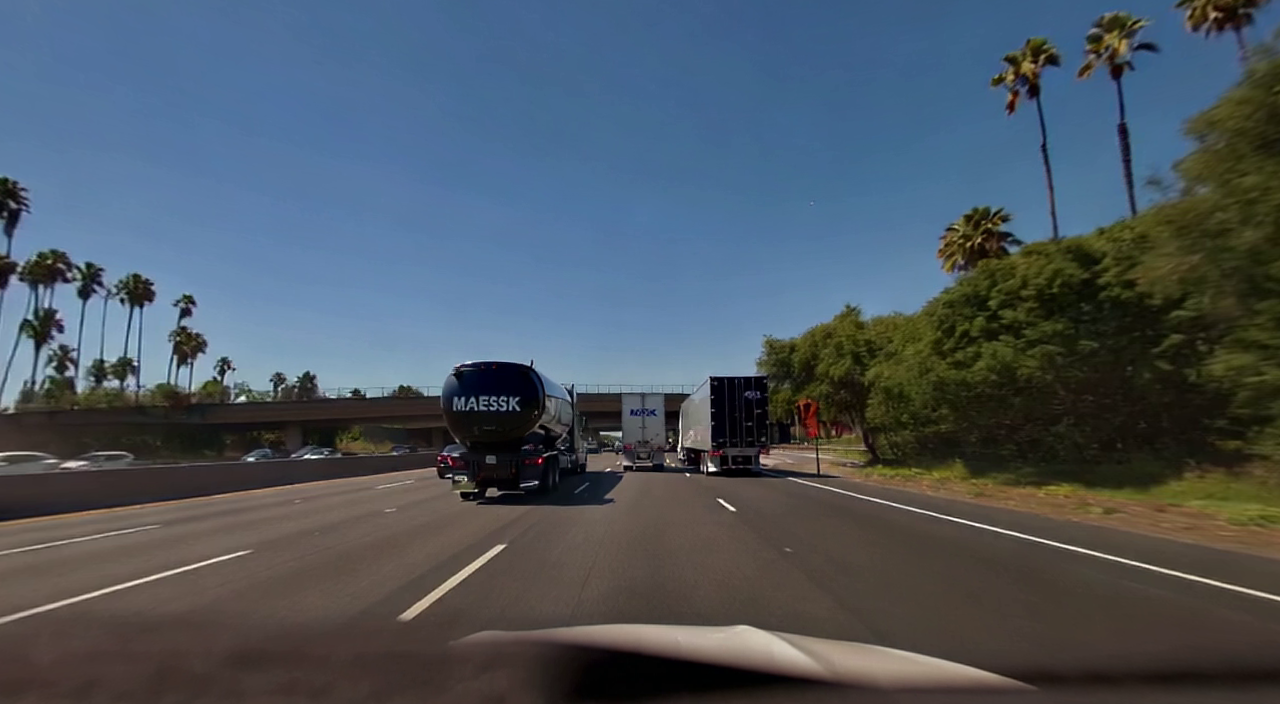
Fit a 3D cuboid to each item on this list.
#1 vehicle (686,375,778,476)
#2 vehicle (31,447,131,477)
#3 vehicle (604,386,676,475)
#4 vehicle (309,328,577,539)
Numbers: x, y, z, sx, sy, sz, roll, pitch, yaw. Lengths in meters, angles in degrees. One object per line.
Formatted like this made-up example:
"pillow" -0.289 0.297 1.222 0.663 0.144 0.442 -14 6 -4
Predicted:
"vehicle" 4.332 4.087 33.431 2.887 4.178 14.553 0 -8 1
"vehicle" -34.914 6.853 39.556 2.220 1.725 4.363 0 -8 0
"vehicle" 0.152 4.703 36.506 3.097 3.856 18.209 0 -8 1
"vehicle" -3.537 2.011 15.198 2.786 3.228 11.082 0 -8 1
